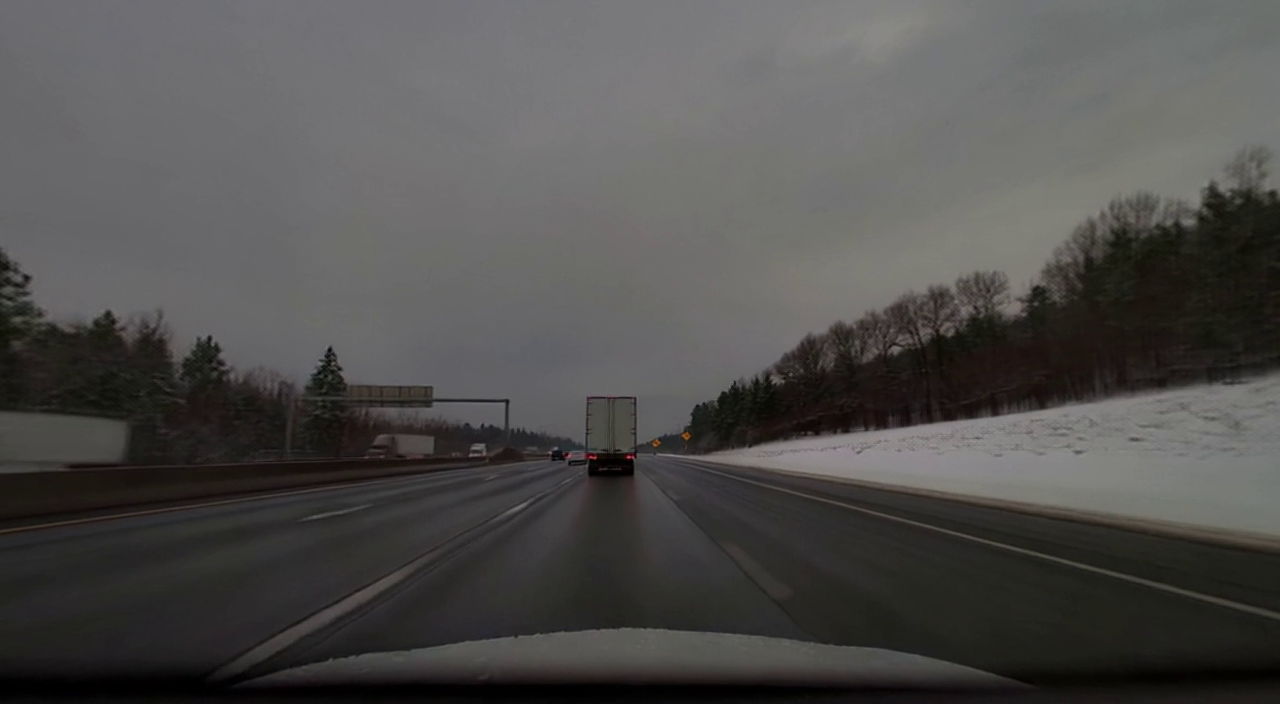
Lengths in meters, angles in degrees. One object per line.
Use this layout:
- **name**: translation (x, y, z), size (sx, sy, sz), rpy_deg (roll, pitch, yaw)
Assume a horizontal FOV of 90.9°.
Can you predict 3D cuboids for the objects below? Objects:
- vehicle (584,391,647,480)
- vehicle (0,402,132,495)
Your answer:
- **vehicle**: translation (-1.374, 4.747, 34.841), size (2.875, 4.056, 12.312), rpy_deg (0, -9, -2)
- **vehicle**: translation (-27.562, 4.010, 26.122), size (2.790, 3.732, 12.674), rpy_deg (0, -9, -2)
